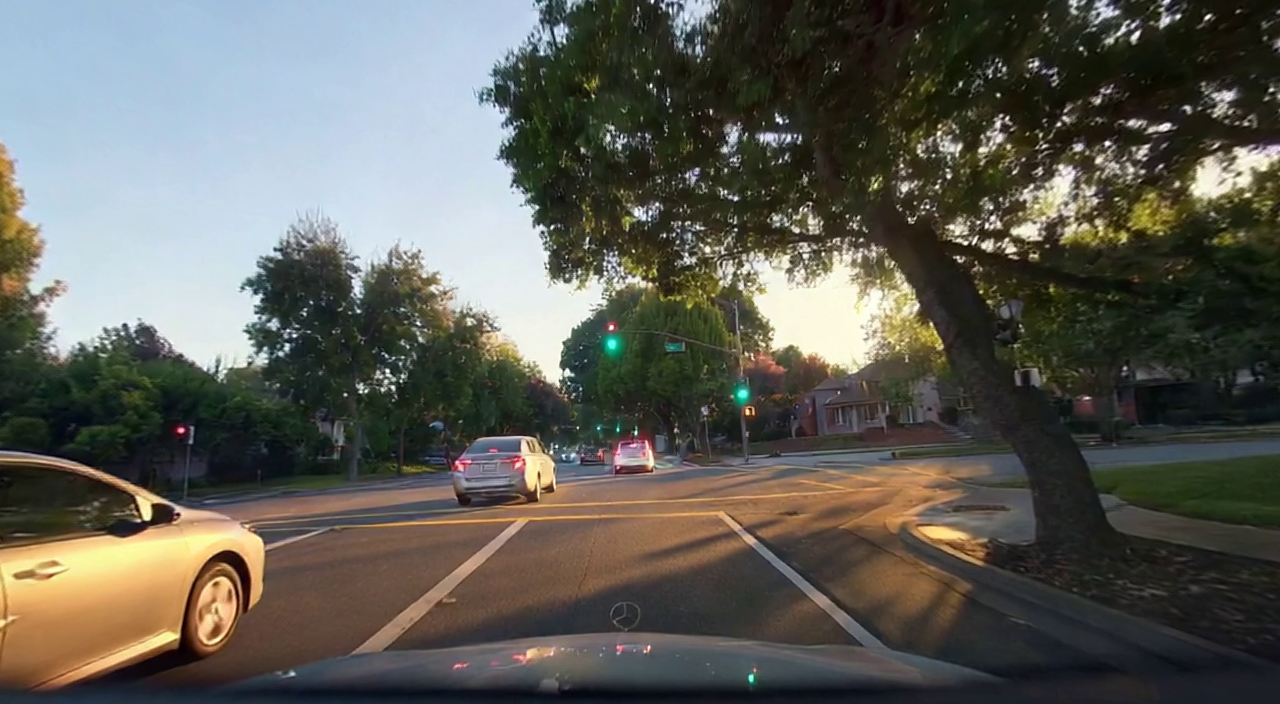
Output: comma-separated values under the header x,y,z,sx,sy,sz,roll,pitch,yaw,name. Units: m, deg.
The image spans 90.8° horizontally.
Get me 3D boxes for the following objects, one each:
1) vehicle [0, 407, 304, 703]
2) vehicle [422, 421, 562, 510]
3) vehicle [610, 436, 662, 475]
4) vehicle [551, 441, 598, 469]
x,y,z,sx,sy,sz,roll,pitch,yaw,name
-3.512,0.938,2.319,1.934,1.475,4.741,0,-8,0,vehicle
-3.265,2.622,15.033,2.157,1.771,4.452,0,-8,1,vehicle
-0.210,4.338,26.786,2.062,1.518,3.901,0,-8,-1,vehicle
-3.716,5.975,36.793,2.268,1.522,4.350,0,-8,0,vehicle
